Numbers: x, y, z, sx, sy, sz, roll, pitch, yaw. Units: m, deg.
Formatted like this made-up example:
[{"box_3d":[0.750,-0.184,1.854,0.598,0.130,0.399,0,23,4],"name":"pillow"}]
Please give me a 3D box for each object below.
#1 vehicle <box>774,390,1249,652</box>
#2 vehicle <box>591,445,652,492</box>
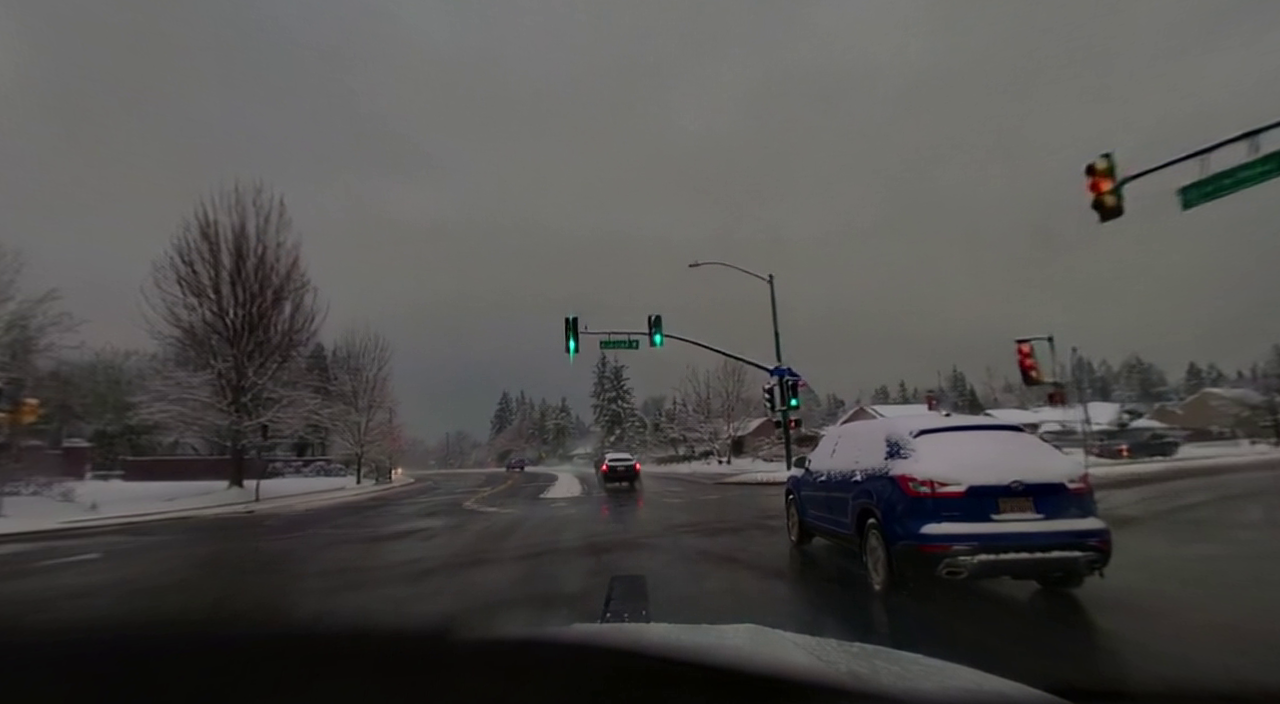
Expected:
[{"box_3d":[2.908,1.431,6.456,2.024,1.686,4.588,0,-8,0],"name":"vehicle"},{"box_3d":[-0.912,4.944,27.183,2.185,1.822,4.583,1,-8,-7],"name":"vehicle"}]
